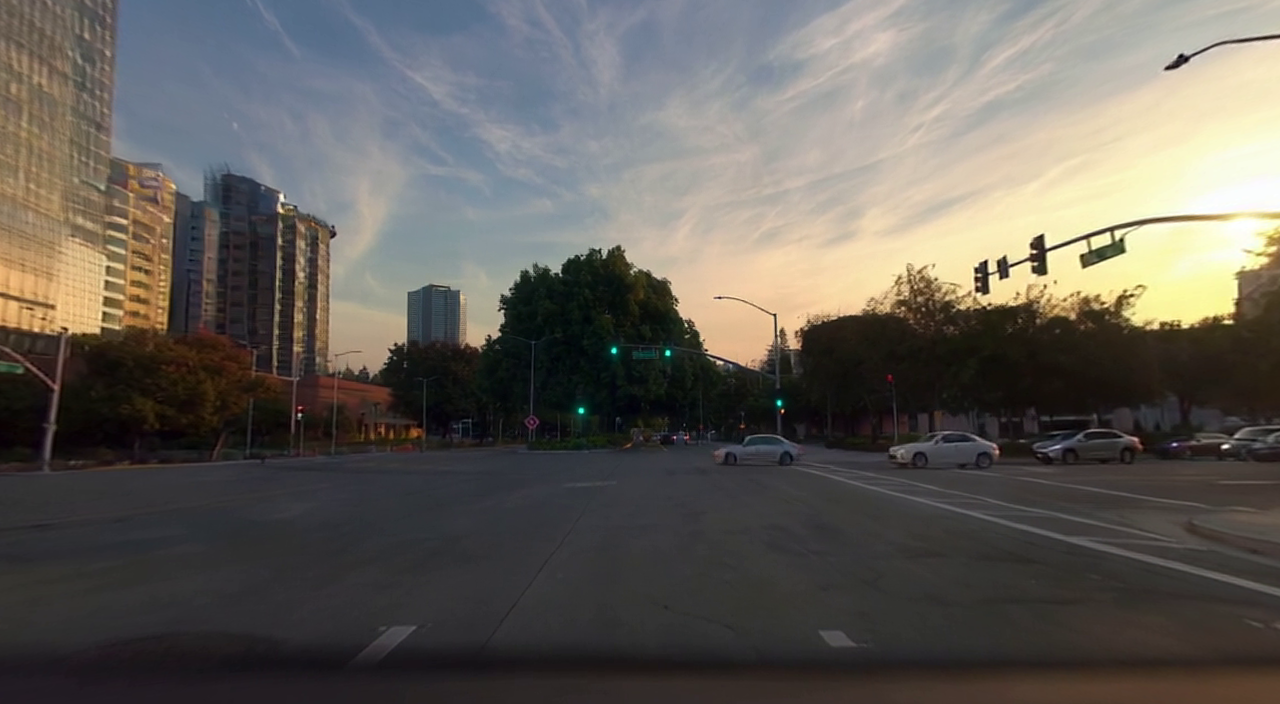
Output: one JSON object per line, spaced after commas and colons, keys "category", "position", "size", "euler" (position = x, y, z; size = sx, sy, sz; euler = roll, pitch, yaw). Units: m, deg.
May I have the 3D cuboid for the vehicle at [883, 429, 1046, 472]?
{"category": "vehicle", "position": [11.718, 3.580, 23.040], "size": [4.916, 1.504, 1.846], "euler": [0, -9, -2]}

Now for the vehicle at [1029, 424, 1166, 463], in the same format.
{"category": "vehicle", "position": [20.699, 4.182, 28.751], "size": [4.571, 1.698, 1.977], "euler": [-1, -9, 4]}

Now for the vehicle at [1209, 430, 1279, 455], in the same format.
{"category": "vehicle", "position": [42.253, 6.178, 43.100], "size": [2.037, 1.614, 5.175], "euler": [0, -9, 0]}

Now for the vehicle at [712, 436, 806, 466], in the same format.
{"category": "vehicle", "position": [5.350, 4.522, 28.858], "size": [4.046, 1.306, 1.719], "euler": [-1, -9, 5]}

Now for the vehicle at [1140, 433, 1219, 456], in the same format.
{"category": "vehicle", "position": [36.597, 6.299, 42.990], "size": [1.726, 1.429, 4.163], "euler": [0, -9, 2]}
